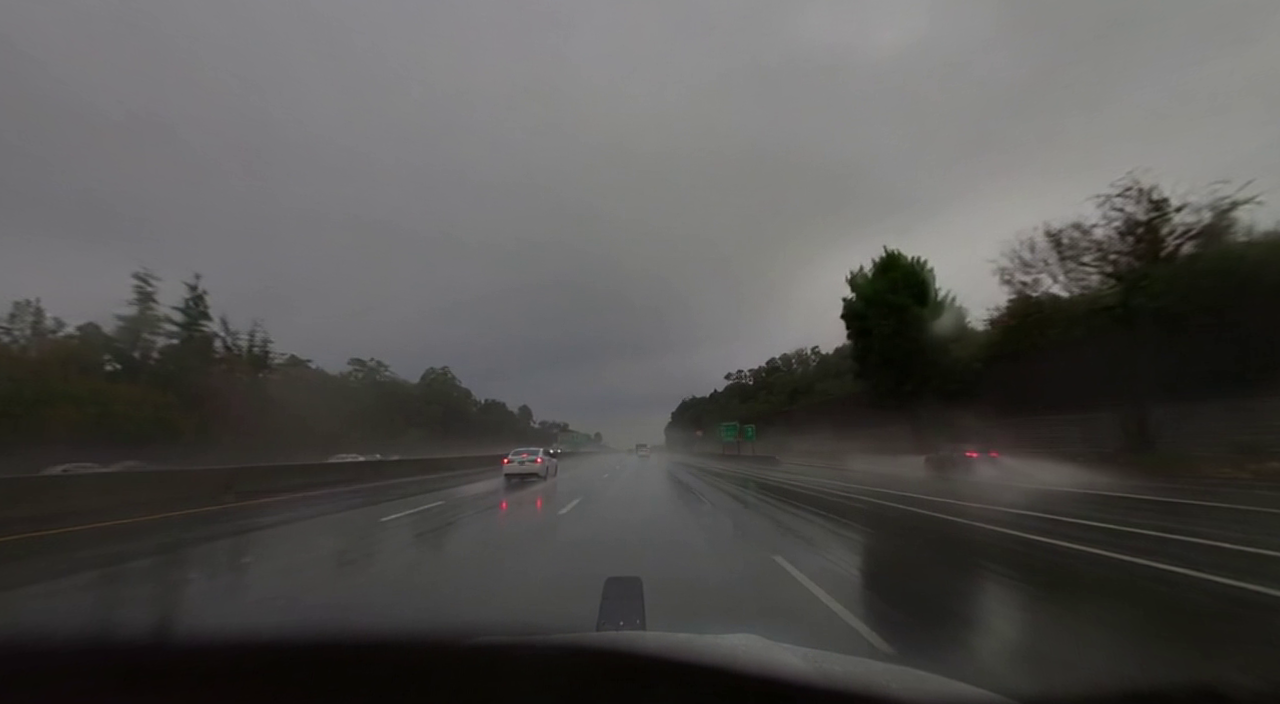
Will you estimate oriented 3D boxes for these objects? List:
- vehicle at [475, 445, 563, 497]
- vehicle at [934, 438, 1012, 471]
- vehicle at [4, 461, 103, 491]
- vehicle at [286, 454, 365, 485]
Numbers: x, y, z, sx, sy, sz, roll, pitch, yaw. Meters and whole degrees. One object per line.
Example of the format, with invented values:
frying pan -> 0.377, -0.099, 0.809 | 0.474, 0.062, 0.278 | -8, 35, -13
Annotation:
vehicle -> -3.675, 3.698, 20.081 | 1.873, 1.438, 4.546 | -1, -9, 0
vehicle -> 18.497, 5.718, 35.310 | 1.925, 1.648, 4.367 | 0, -9, -1
vehicle -> -31.112, 6.553, 33.609 | 1.737, 1.436, 3.586 | 0, -9, 0
vehicle -> -16.619, 6.206, 33.619 | 1.856, 1.448, 4.515 | 0, -9, 0
